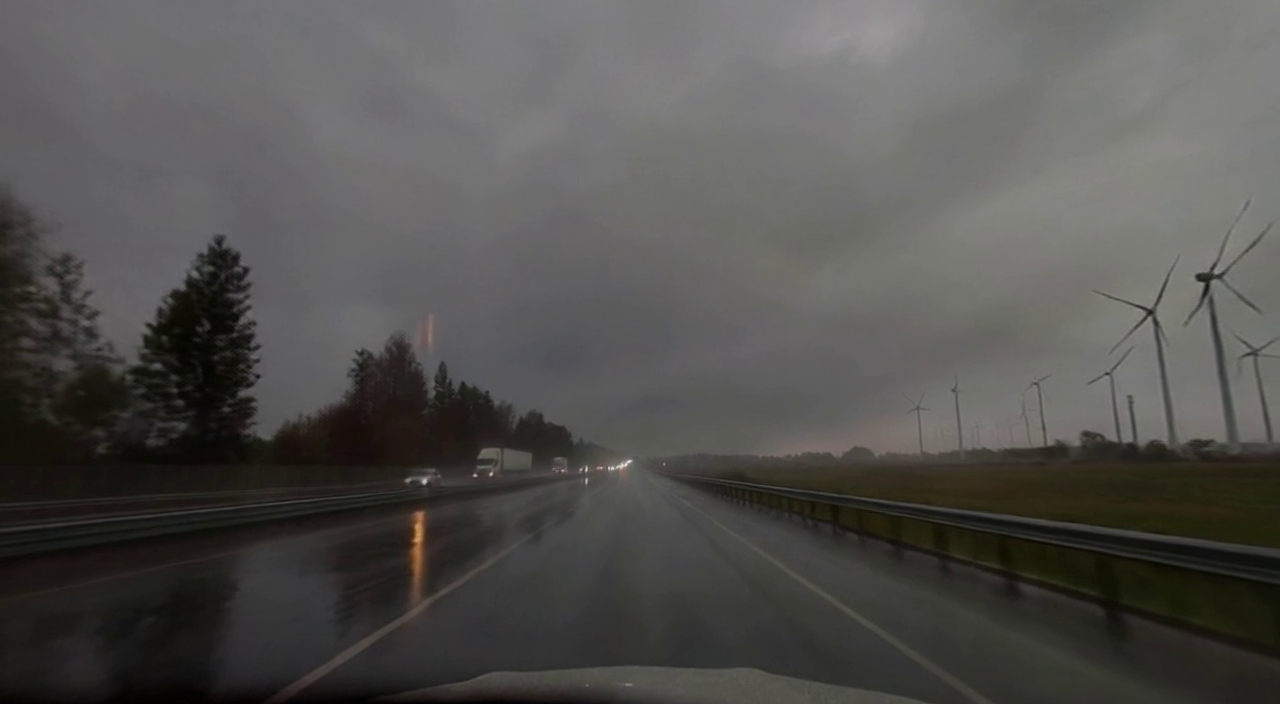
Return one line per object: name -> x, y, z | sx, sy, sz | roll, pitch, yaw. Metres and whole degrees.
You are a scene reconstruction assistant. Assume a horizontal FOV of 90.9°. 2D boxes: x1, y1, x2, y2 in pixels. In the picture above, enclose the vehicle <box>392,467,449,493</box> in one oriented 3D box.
vehicle -> -13.701, 7.990, 39.514 | 2.012, 1.514, 4.190 | 1, -10, 0
